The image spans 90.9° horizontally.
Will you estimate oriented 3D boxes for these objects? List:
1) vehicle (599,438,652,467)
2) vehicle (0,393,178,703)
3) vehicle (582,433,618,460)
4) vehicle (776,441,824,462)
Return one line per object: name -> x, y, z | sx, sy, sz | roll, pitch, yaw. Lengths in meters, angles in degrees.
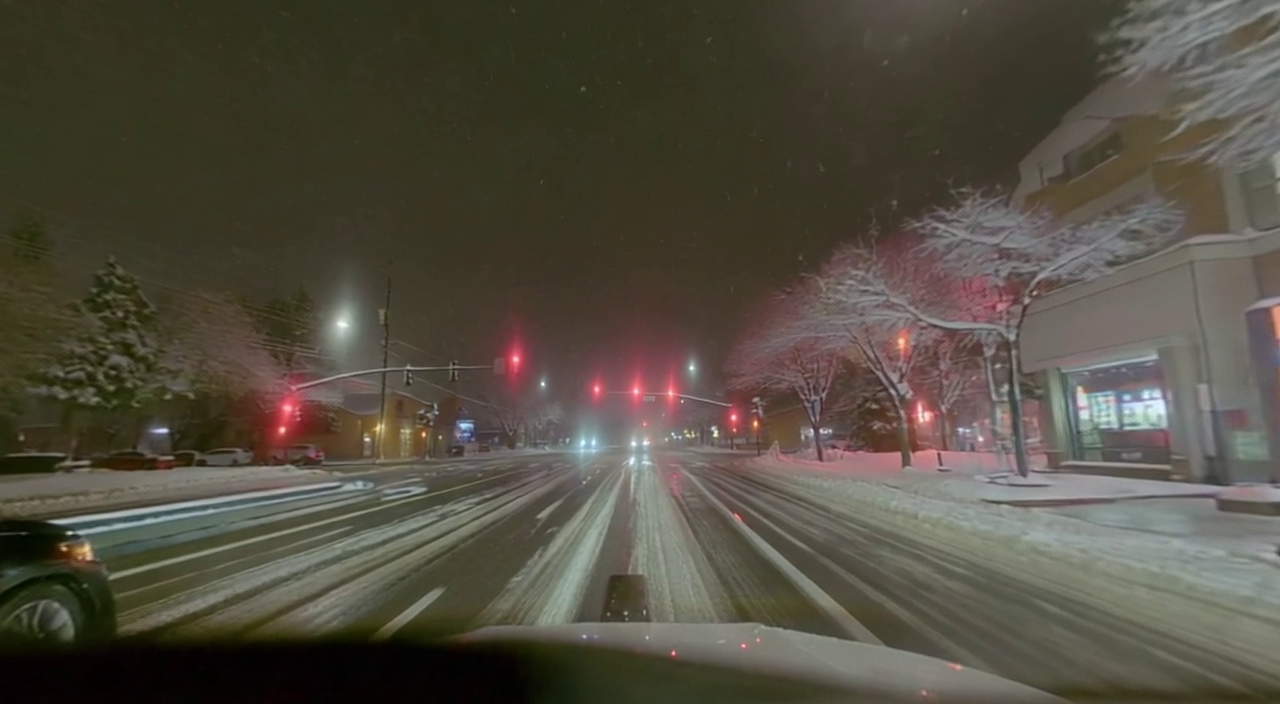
vehicle -> -0.687, 5.311, 33.526 | 2.082, 1.460, 4.442 | -1, -8, 9
vehicle -> -3.471, 0.706, 1.070 | 2.018, 1.470, 4.346 | 0, -8, 1
vehicle -> -2.796, 6.745, 44.888 | 2.160, 1.803, 4.419 | 0, -8, 2
vehicle -> 11.526, 7.101, 45.204 | 1.810, 1.463, 4.245 | -6, -10, 37
